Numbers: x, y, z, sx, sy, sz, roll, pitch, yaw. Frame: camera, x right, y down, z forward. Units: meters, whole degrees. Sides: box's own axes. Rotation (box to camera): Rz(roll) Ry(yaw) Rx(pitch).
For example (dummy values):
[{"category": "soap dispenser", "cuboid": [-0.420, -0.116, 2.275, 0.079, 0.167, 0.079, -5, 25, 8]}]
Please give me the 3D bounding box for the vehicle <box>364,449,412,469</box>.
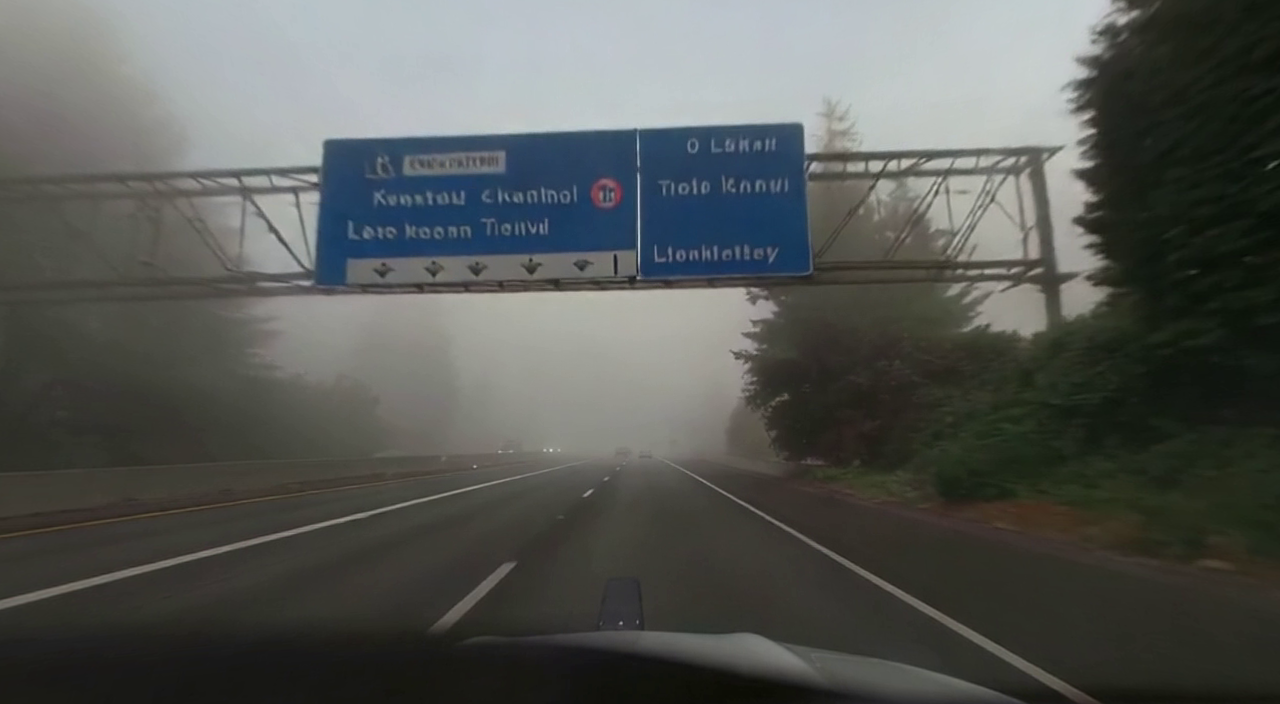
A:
[{"category": "vehicle", "cuboid": [-19.659, 8.353, 49.489, 1.891, 1.423, 4.418, 1, -9, 1]}]
